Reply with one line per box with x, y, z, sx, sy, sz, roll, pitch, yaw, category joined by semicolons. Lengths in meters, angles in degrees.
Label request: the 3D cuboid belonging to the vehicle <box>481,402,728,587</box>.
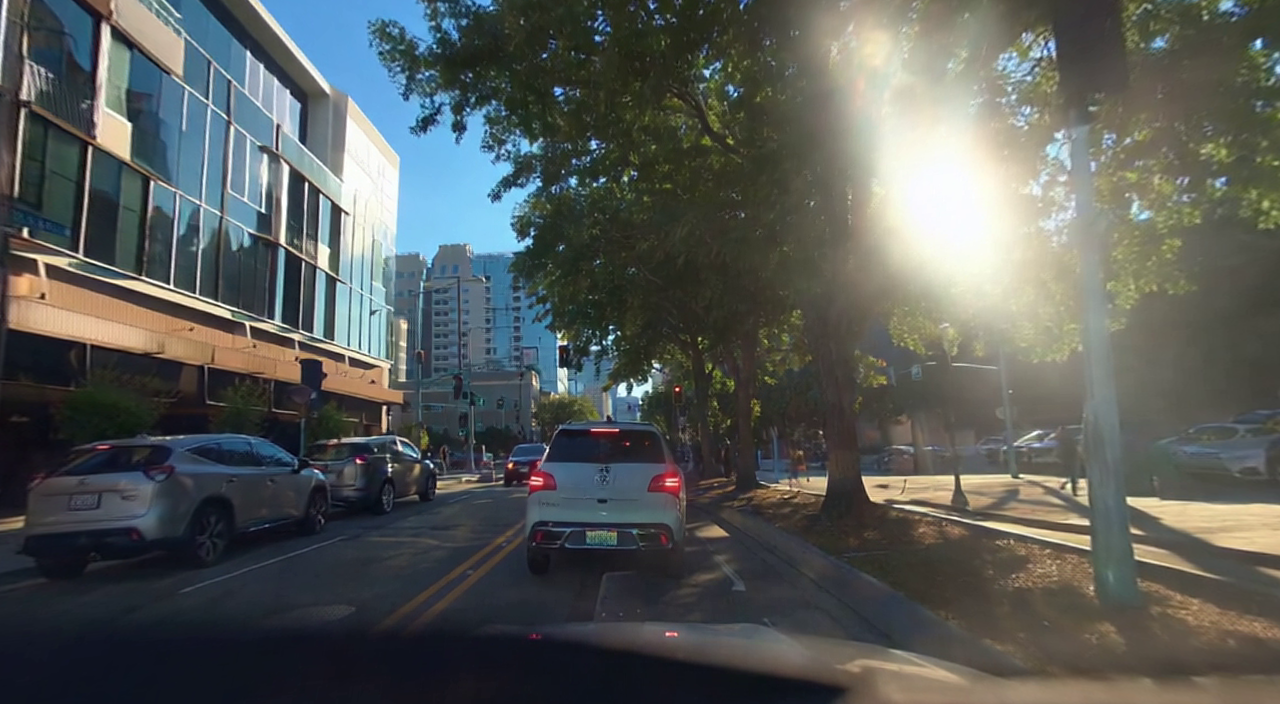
-0.306;1.604;7.847;2.258;1.687;3.934;0;-9;1;vehicle

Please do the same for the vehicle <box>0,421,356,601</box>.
-5.741;1.854;8.332;1.904;1.684;4.529;0;-9;-1;vehicle

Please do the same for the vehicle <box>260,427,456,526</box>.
-5.869;2.636;14.020;2.077;1.791;4.751;0;-9;1;vehicle
